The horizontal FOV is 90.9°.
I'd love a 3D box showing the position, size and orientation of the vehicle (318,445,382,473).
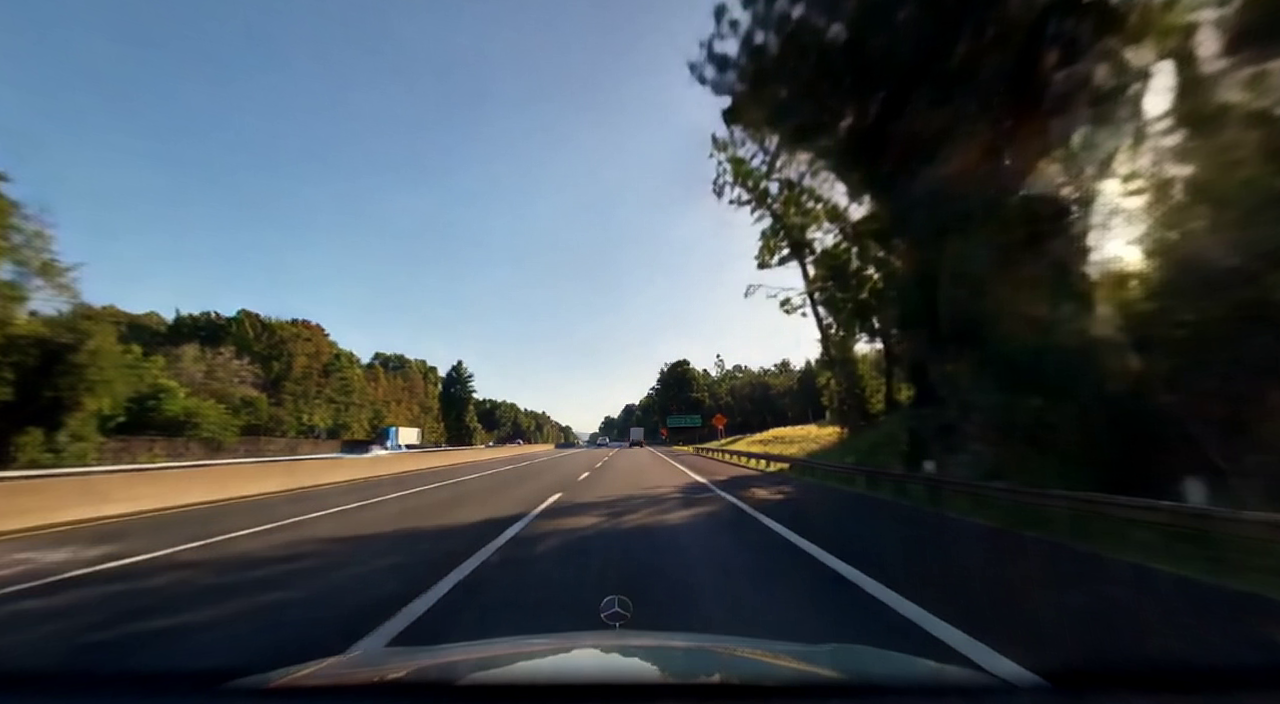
[{"bbox_3d":[-16.609,6.099,36.336,1.745,1.427,4.337,0,-8,-1],"label":"vehicle"}]
